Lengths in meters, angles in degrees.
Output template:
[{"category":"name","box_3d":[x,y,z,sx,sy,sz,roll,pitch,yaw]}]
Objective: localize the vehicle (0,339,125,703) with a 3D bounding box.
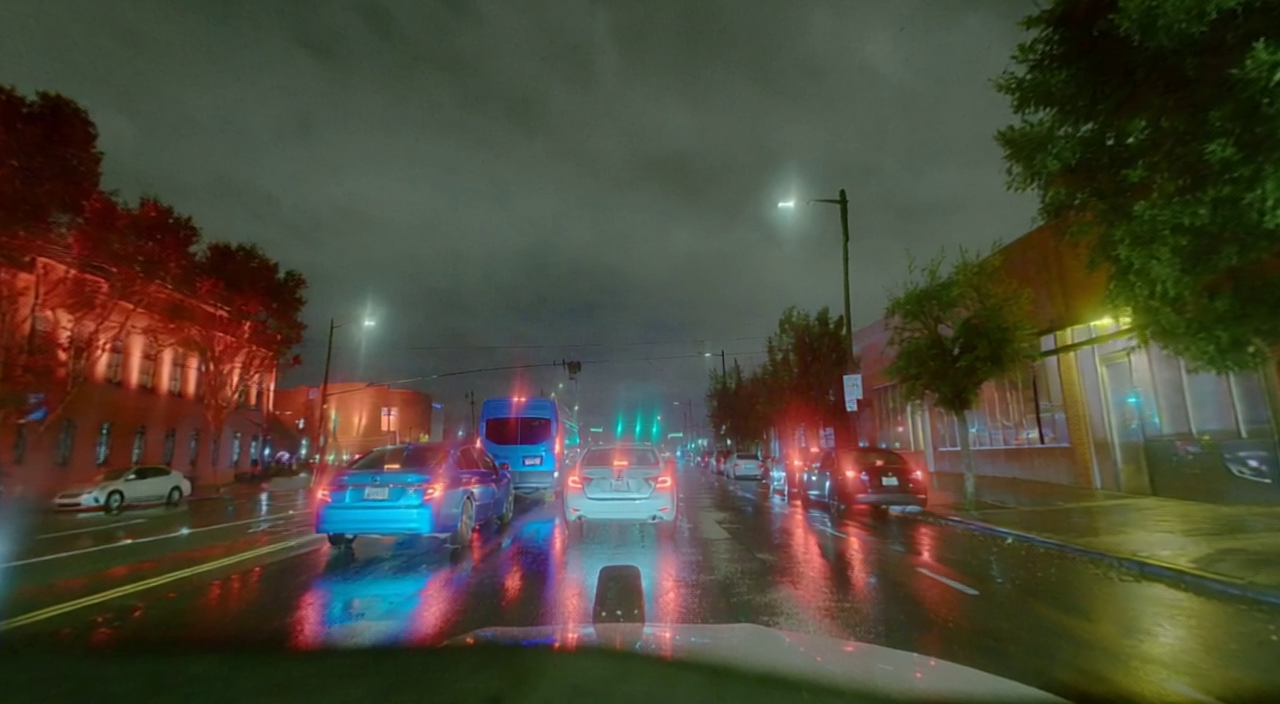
[{"category":"vehicle","box_3d":[-3.698,0.559,0.744,2.140,1.768,4.685,0,-9,1]}]

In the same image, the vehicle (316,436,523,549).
[{"category":"vehicle","box_3d":[-3.533,2.319,11.137,1.995,1.554,4.426,0,-9,1]}]

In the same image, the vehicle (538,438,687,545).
[{"category":"vehicle","box_3d":[-0.393,2.342,11.229,2.152,1.518,4.113,0,-9,0]}]

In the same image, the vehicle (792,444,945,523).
[{"category":"vehicle","box_3d":[4.899,2.853,14.184,1.832,1.491,4.054,1,-9,-1]}]

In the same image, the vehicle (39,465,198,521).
[{"category":"vehicle","box_3d":[-17.876,4.808,21.916,1.802,1.609,4.284,0,-9,0]}]
